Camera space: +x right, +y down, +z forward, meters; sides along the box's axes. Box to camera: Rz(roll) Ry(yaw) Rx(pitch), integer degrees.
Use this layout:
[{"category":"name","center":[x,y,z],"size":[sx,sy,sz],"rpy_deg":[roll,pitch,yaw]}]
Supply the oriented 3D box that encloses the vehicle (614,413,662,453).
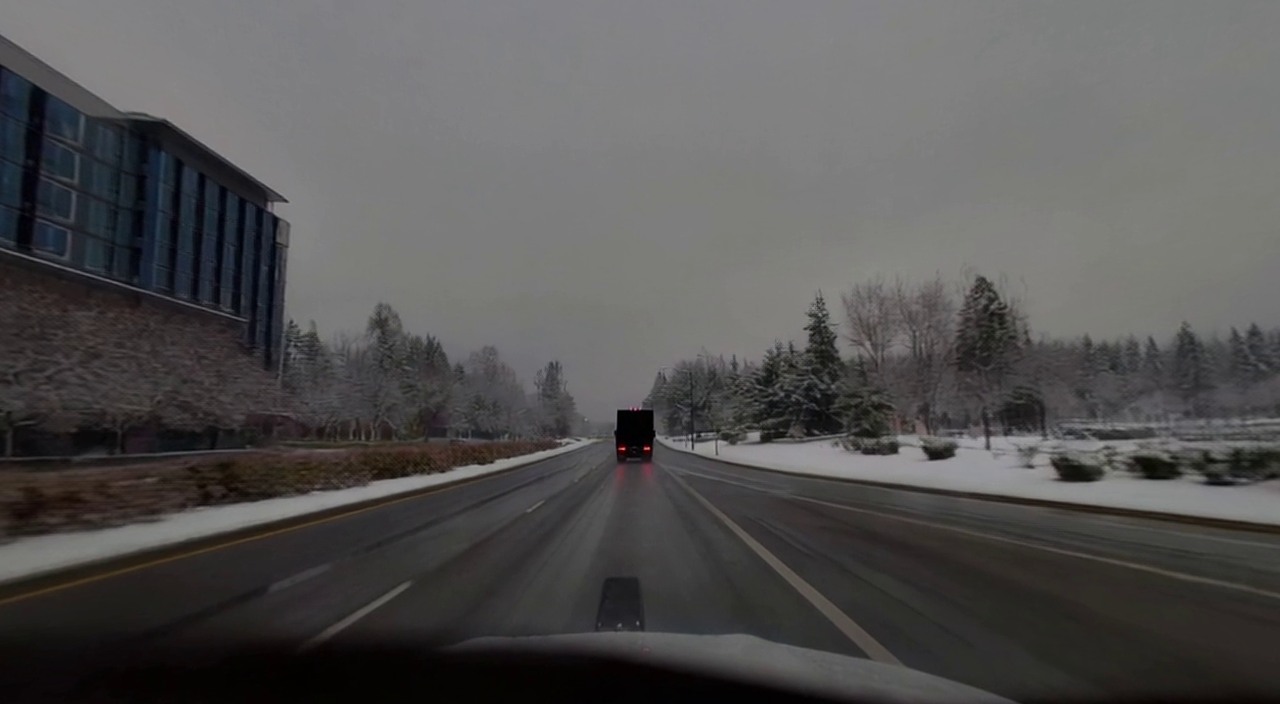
[{"category":"vehicle","center":[-0.196,4.102,31.456],"size":[2.178,1.829,4.932],"rpy_deg":[1,-9,-3]}]
